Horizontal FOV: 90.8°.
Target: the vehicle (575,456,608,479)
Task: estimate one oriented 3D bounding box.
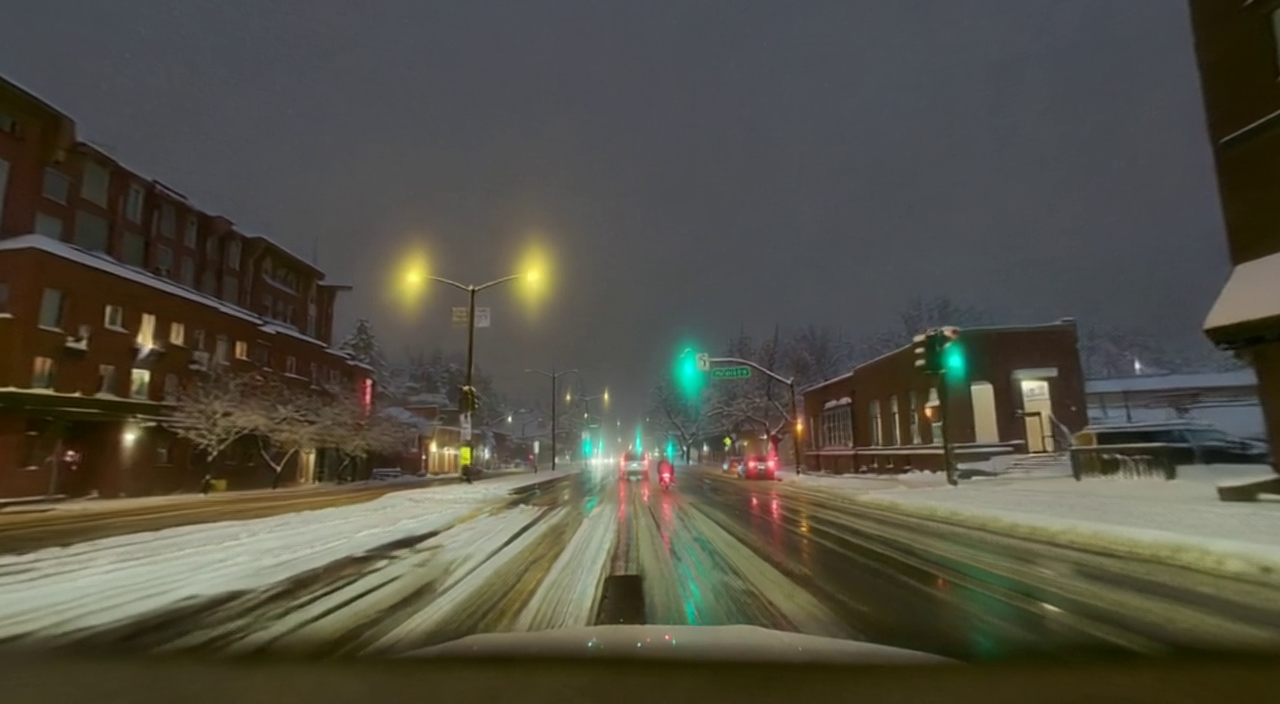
[{"bbox_3d":[-3.388,8.164,44.770,2.014,1.470,4.552,0,-8,-1],"label":"vehicle"}]

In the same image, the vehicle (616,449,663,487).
[{"bbox_3d":[-0.072,5.862,32.291,2.223,1.775,4.250,0,-8,-1],"label":"vehicle"}]

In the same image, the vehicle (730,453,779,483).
[{"bbox_3d":[6.728,6.893,37.705,2.069,1.590,4.066,0,-8,-1],"label":"vehicle"}]
